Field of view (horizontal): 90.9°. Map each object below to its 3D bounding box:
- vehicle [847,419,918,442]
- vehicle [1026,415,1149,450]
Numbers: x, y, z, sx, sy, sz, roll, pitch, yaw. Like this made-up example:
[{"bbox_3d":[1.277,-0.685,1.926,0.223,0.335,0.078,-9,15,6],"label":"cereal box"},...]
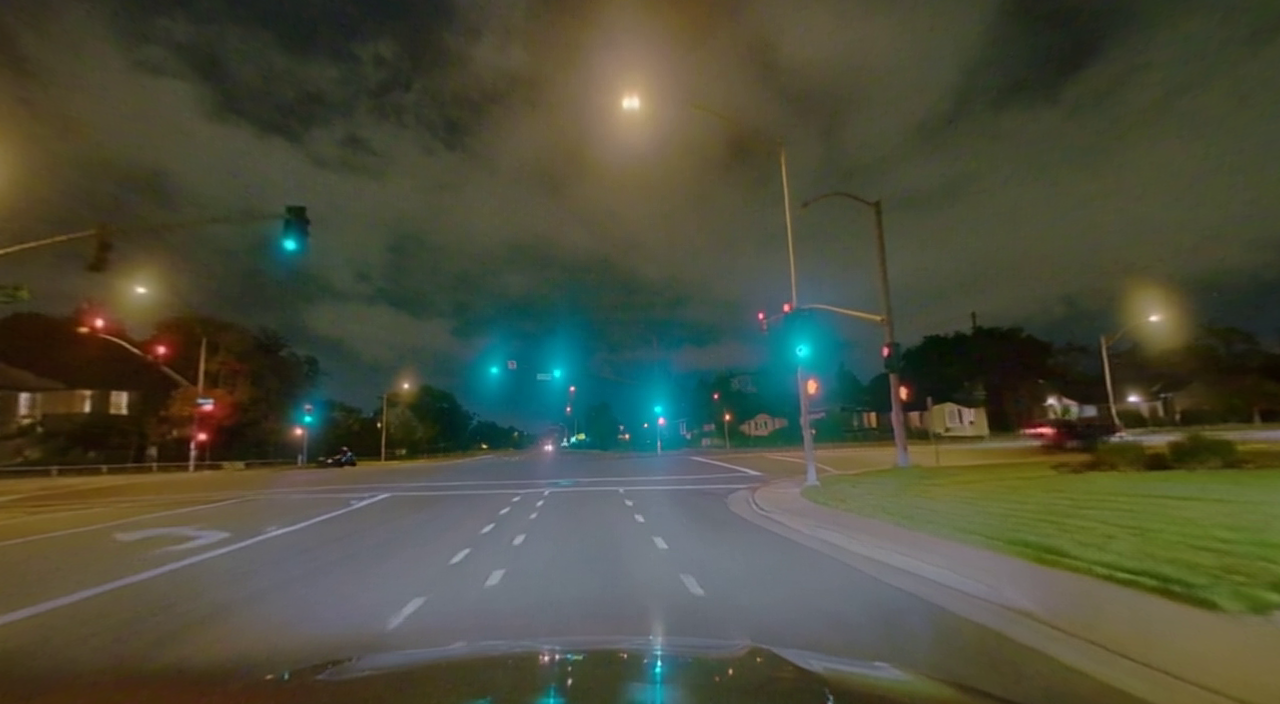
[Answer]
[{"bbox_3d":[18.692,6.064,48.684,4.681,1.712,1.976,0,-8,-4],"label":"vehicle"},{"bbox_3d":[21.567,3.863,30.462,4.759,1.461,1.788,-1,-7,-6],"label":"vehicle"}]
